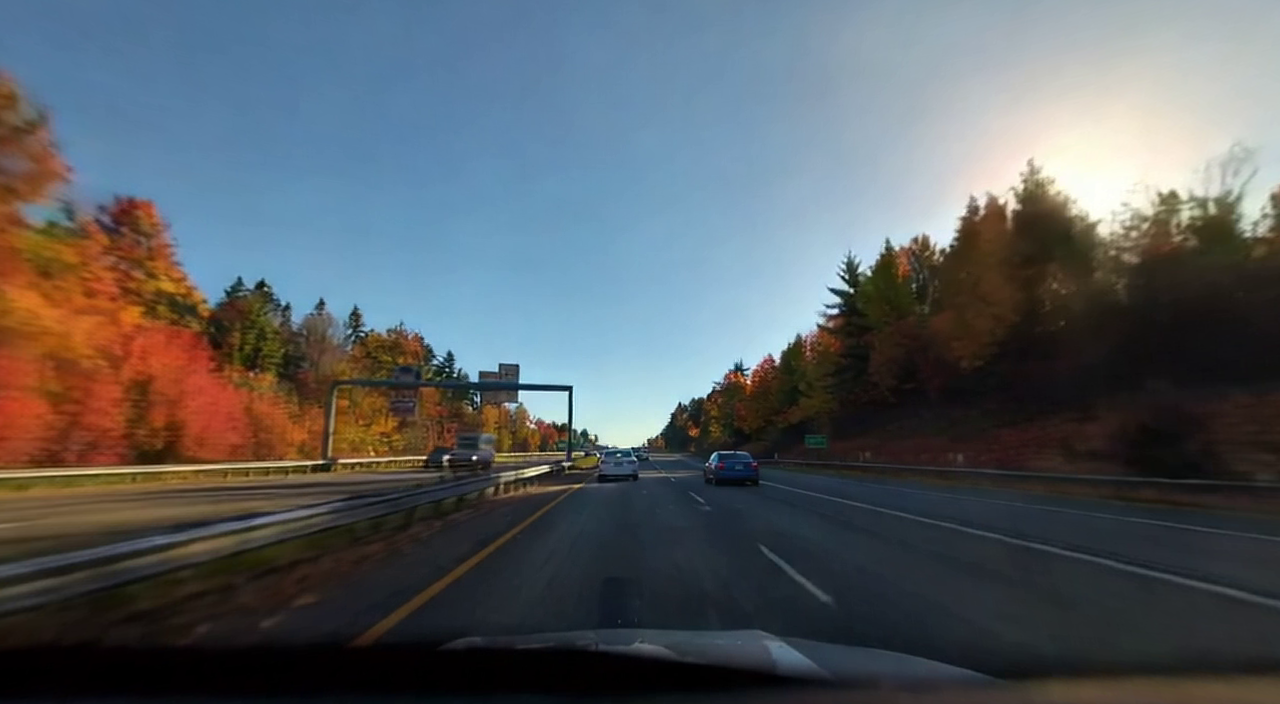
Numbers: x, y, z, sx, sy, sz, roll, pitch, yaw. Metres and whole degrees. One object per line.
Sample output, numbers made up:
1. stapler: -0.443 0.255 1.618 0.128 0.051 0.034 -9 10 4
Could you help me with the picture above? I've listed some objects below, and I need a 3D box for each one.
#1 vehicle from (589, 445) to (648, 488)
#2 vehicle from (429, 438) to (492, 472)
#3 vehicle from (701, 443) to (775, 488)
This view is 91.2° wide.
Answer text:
1. vehicle: -0.799 4.512 25.065 2.128 1.516 4.410 0 -9 -1
2. vehicle: -9.695 5.621 34.250 2.098 1.694 4.672 0 -9 -1
3. vehicle: 3.770 4.458 24.930 2.300 1.595 4.144 -1 -9 0
